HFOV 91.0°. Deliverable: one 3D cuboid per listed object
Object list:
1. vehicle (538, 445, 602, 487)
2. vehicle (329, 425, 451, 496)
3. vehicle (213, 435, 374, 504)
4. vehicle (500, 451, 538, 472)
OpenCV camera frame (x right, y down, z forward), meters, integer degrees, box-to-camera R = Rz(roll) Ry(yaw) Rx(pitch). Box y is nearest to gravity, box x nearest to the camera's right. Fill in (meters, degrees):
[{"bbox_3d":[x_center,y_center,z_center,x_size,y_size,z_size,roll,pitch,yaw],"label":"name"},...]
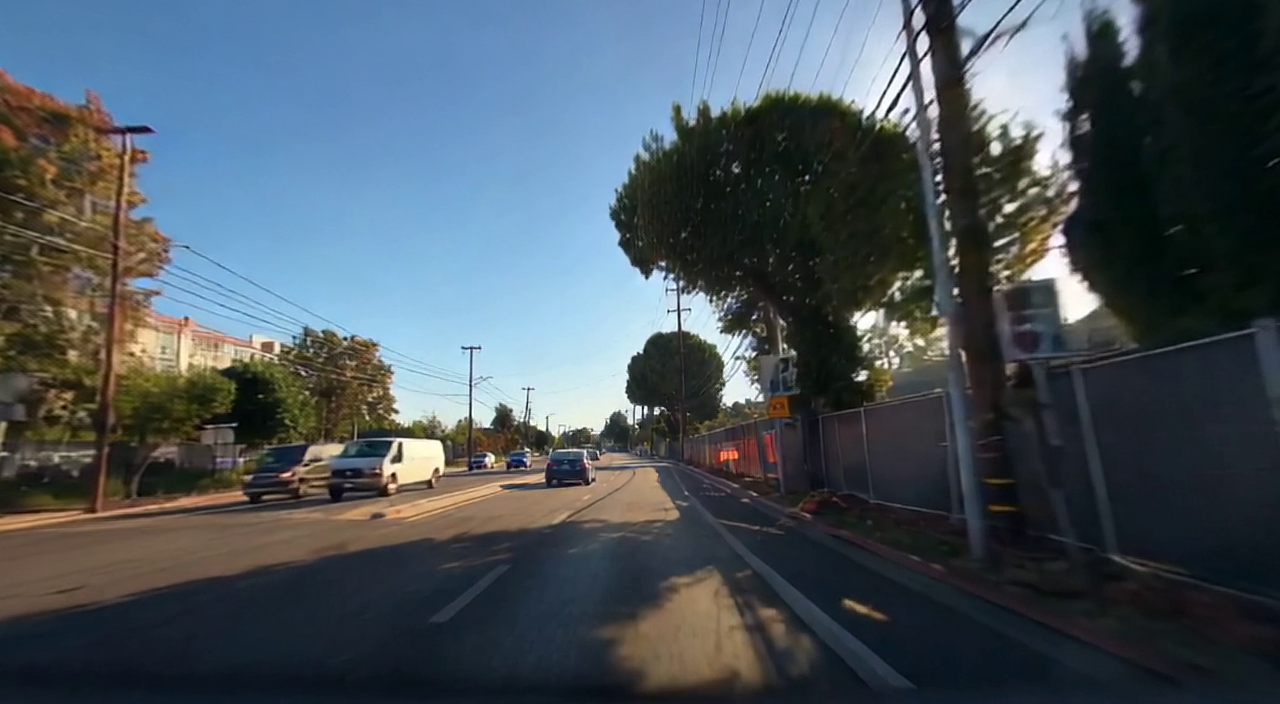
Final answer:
[{"bbox_3d":[-2.749,4.578,25.649,1.992,1.515,4.289,0,-9,2],"label":"vehicle"},{"bbox_3d":[-9.626,4.242,24.950,2.377,2.439,5.510,0,-9,2],"label":"vehicle"},{"bbox_3d":[-13.143,4.496,24.655,2.584,2.302,6.400,1,-9,1],"label":"vehicle"},{"bbox_3d":[-9.204,8.338,48.250,2.007,1.520,4.466,1,-9,1],"label":"vehicle"}]
